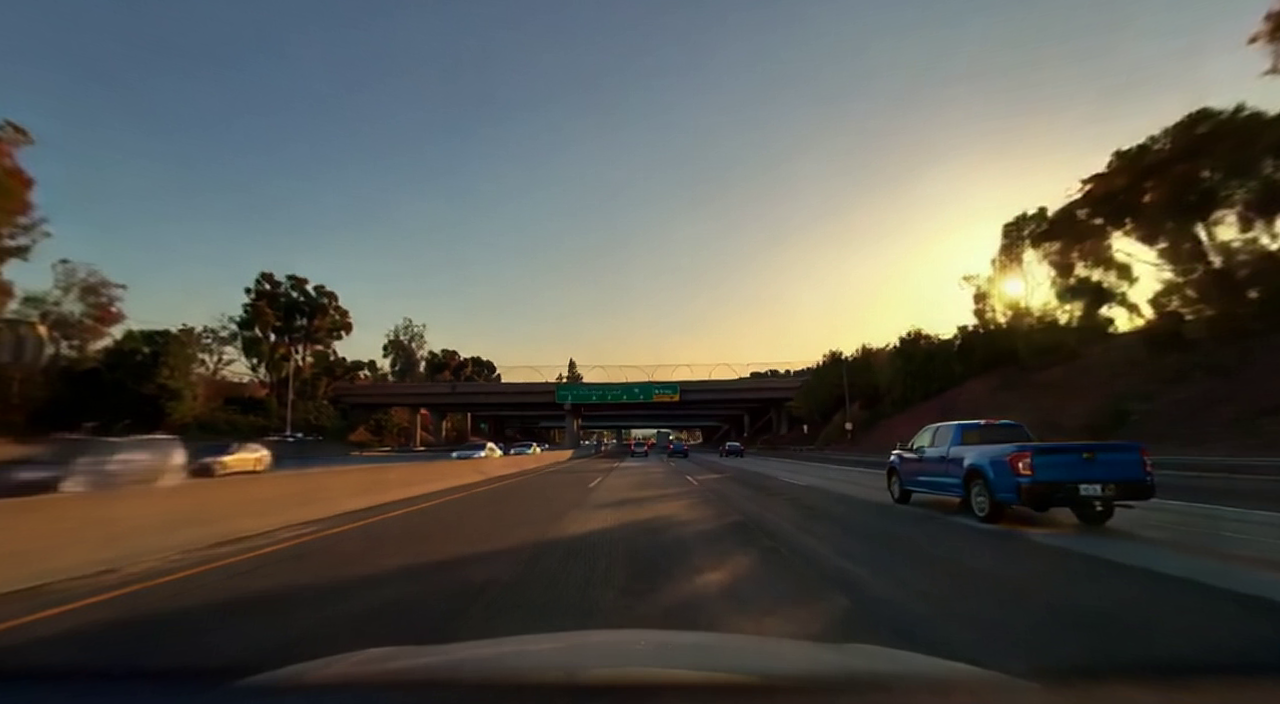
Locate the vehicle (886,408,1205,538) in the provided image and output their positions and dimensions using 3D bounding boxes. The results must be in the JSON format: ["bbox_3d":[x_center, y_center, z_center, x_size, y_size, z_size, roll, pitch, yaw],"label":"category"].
[{"bbox_3d":[7.000,2.168,12.082,2.182,1.852,5.926,0,-8,0],"label":"vehicle"}]

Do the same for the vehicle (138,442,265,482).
[{"bbox_3d":[-17.851,4.480,26.017,1.928,1.482,4.576,0,-8,0],"label":"vehicle"}]

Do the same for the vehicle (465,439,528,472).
[{"bbox_3d":[-7.491,5.434,33.480,2.142,1.609,4.783,0,-8,1],"label":"vehicle"}]
